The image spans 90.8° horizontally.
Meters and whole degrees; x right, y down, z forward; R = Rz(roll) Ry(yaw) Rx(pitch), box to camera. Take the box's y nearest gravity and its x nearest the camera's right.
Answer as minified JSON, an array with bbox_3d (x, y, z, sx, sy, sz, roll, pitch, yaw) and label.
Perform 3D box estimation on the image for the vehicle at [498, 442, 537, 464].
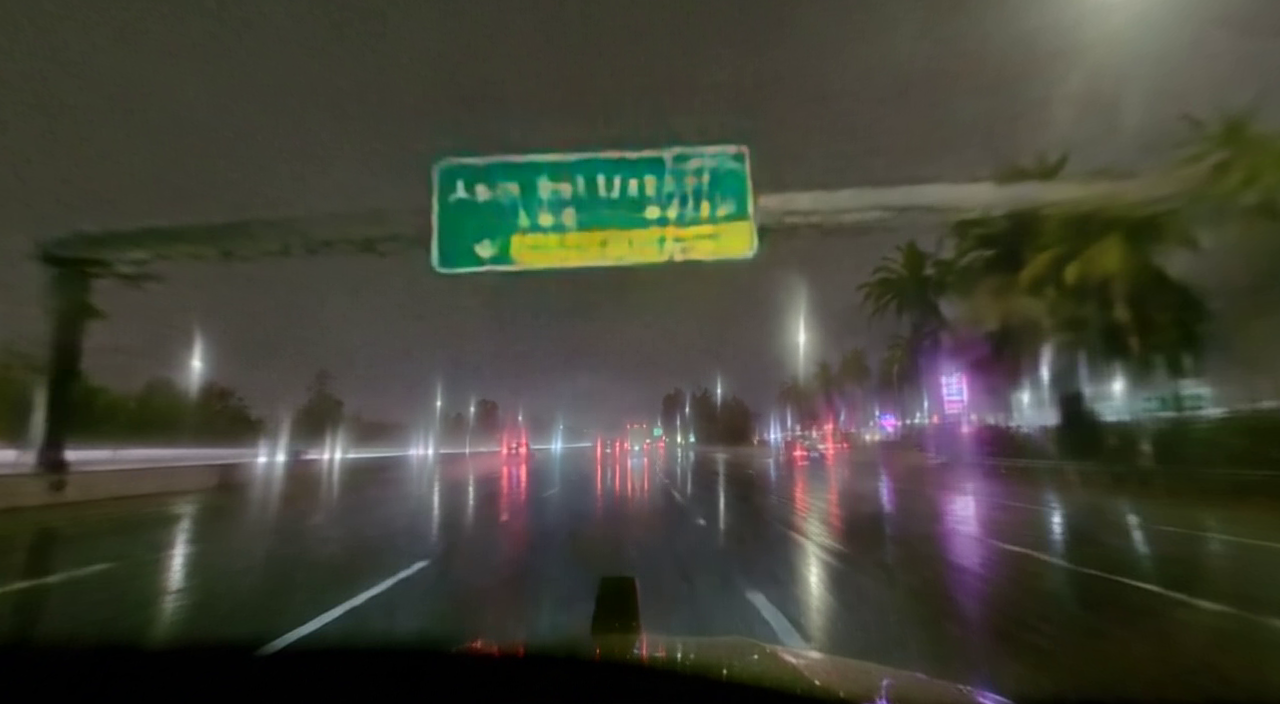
[{"bbox_3d":[-8.831,7.350,46.037,1.971,1.552,4.465,0,-9,0],"label":"vehicle"}]
